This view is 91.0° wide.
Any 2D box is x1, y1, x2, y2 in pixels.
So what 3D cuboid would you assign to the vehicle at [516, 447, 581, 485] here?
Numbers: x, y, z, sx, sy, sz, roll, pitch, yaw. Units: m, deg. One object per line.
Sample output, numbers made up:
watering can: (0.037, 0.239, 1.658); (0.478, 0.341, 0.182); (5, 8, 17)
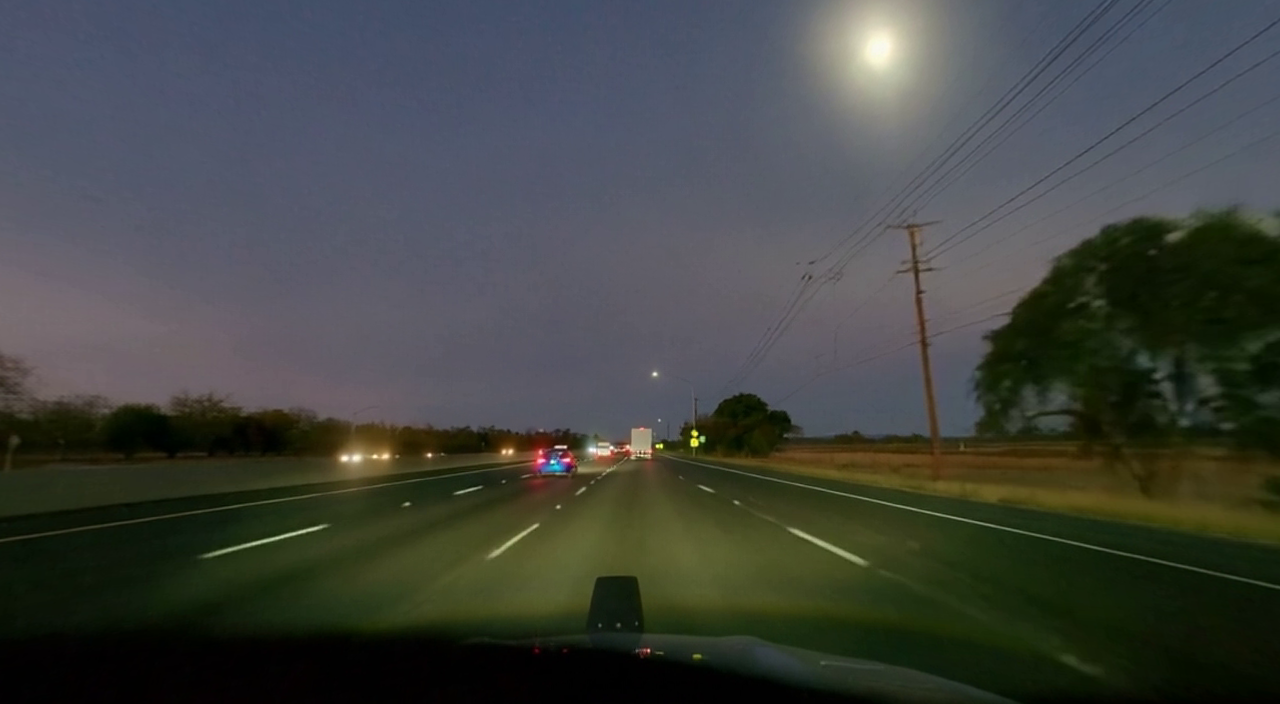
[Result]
vehicle: (-3.868, 4.921, 27.534); (2.104, 1.501, 4.459); (0, -9, 1)
